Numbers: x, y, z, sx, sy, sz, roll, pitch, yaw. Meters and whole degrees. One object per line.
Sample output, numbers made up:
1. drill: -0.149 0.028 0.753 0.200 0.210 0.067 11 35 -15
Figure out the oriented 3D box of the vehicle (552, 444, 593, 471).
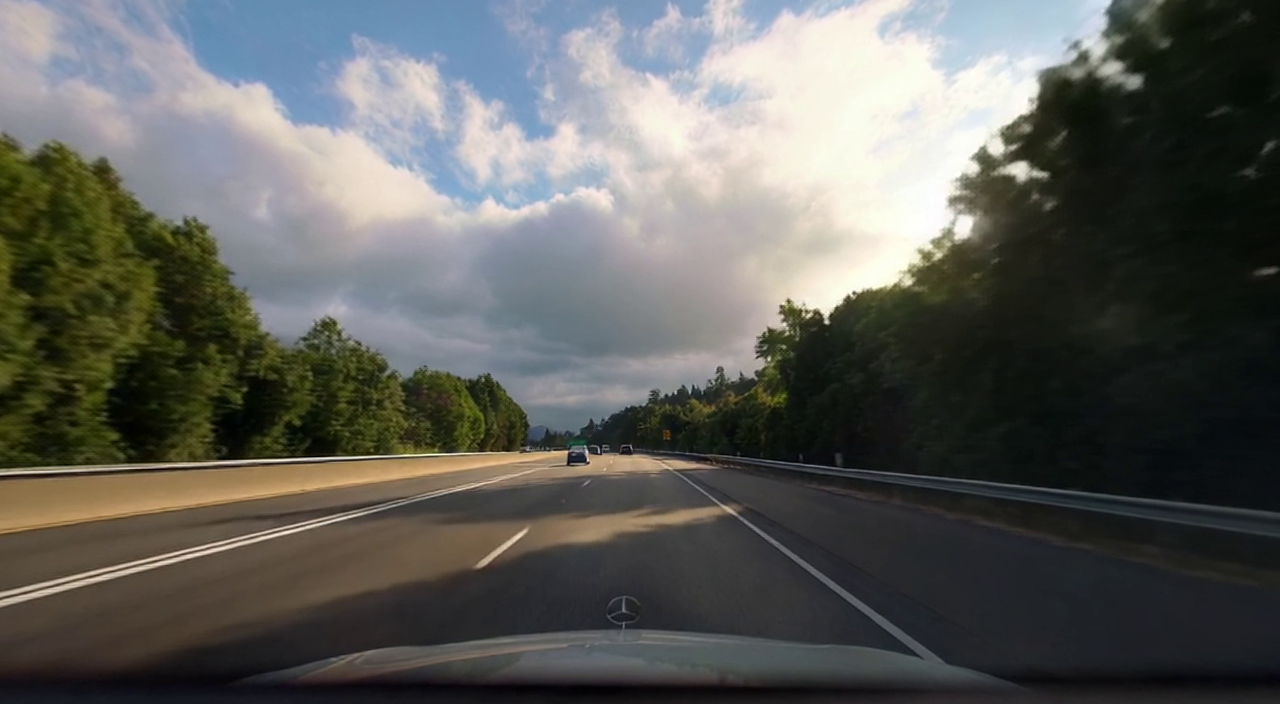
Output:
1. vehicle: -4.114 6.584 39.396 2.083 1.560 4.713 0 -9 -1
